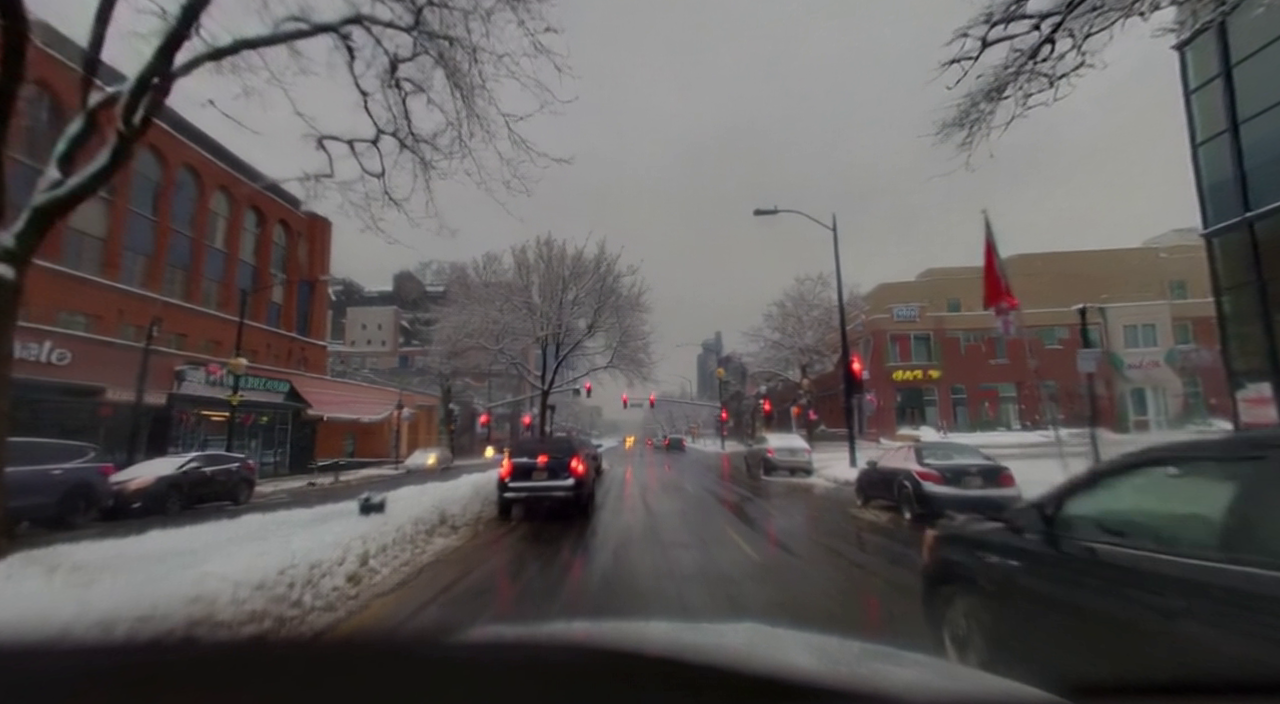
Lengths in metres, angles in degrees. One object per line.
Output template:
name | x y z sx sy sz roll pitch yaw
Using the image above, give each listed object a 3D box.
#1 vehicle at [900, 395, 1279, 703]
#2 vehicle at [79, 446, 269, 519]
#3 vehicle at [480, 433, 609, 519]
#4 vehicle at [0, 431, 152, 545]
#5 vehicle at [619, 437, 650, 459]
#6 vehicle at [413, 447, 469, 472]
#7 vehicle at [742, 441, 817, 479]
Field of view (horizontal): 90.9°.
vehicle | 2.600 0.819 1.368 2.150 1.464 4.467 0 -8 0
vehicle | -12.812 3.559 17.812 2.000 1.708 4.494 -2 -8 -1
vehicle | -1.881 2.443 13.009 2.169 1.427 4.531 1 -8 -7
vehicle | -12.758 2.525 11.820 2.384 2.044 6.030 0 -8 0
vehicle | -0.422 6.918 45.501 2.102 1.521 4.078 0 -8 -2
vehicle | -12.903 6.988 41.157 2.075 1.472 4.638 -1 -8 1
vehicle | 5.661 4.447 26.249 1.956 1.446 4.537 0 -8 -2
